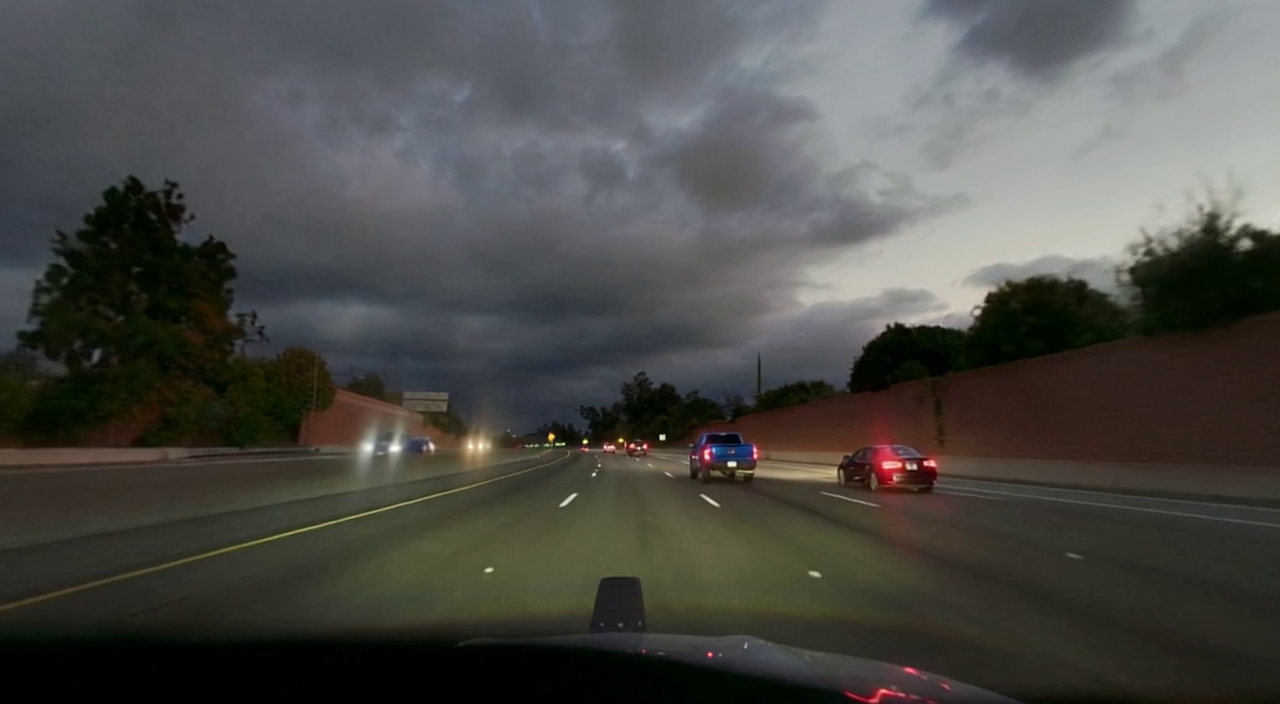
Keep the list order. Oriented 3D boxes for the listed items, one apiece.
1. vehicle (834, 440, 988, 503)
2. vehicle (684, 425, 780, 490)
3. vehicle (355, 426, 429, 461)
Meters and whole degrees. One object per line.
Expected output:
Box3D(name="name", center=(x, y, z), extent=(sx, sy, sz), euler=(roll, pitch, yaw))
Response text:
Box3D(name="vehicle", center=(7.262, 3.225, 17.610), extent=(1.976, 1.485, 4.925), euler=(0, -8, -2))
Box3D(name="vehicle", center=(3.028, 3.657, 22.230), extent=(2.374, 1.952, 5.431), euler=(0, -8, -2))
Box3D(name="vehicle", center=(-14.825, 5.520, 38.121), extent=(2.324, 1.948, 5.784), euler=(0, -8, -2))
